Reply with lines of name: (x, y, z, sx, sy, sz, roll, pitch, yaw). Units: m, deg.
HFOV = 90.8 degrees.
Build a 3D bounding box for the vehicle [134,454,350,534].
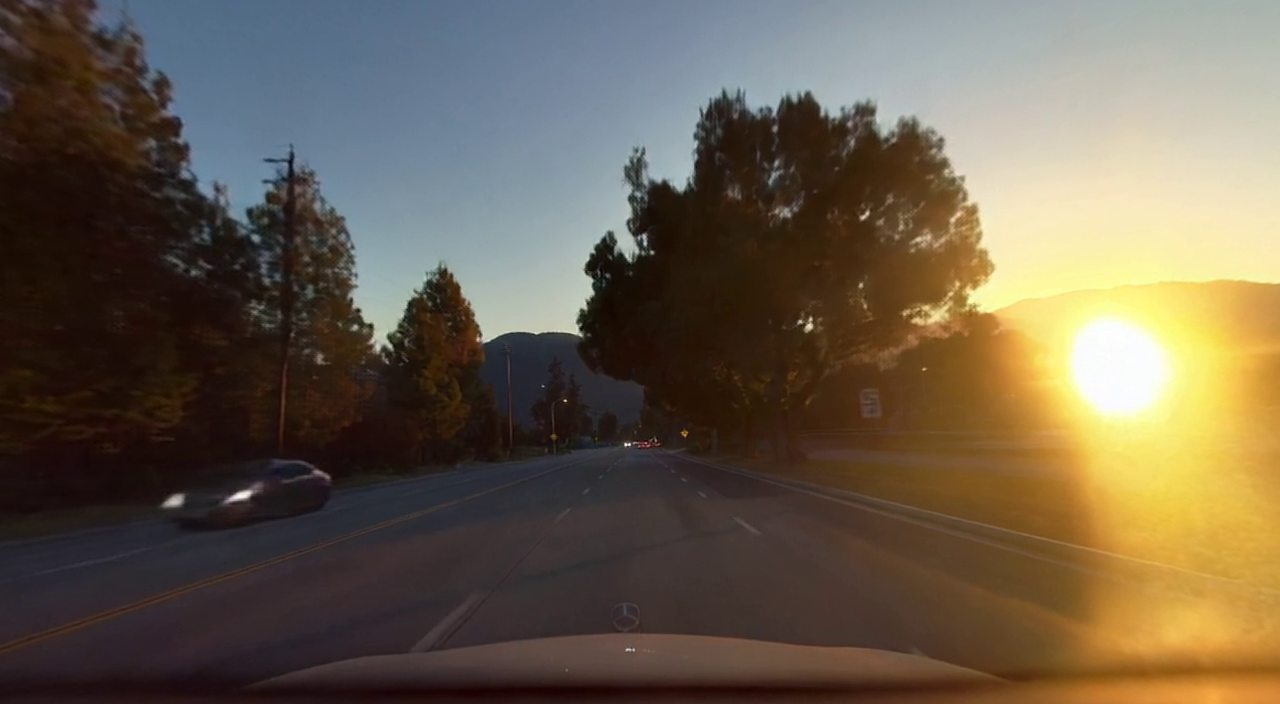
vehicle: (-8.893, 3.162, 14.772, 2.011, 1.482, 4.671, 0, -8, 0)
